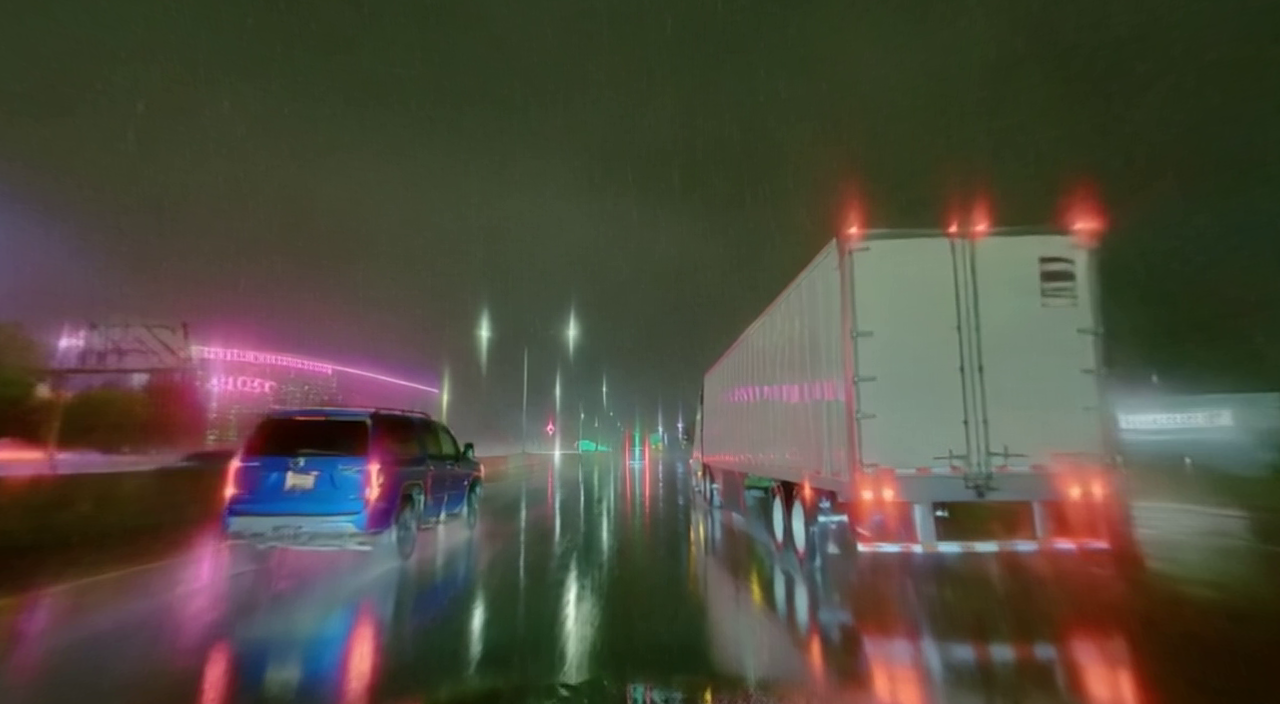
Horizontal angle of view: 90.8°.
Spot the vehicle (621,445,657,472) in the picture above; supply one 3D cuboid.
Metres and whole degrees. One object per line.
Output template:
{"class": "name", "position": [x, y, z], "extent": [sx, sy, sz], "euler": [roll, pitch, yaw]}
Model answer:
{"class": "vehicle", "position": [-0.072, 5.953, 35.590], "extent": [1.929, 1.395, 3.999], "euler": [0, -8, 0]}

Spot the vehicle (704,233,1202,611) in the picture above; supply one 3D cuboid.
{"class": "vehicle", "position": [3.242, 1.350, 11.026], "extent": [2.934, 3.325, 10.986], "euler": [0, -8, -1]}

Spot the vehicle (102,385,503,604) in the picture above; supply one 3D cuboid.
{"class": "vehicle", "position": [-3.320, 1.531, 7.665], "extent": [2.229, 1.806, 4.698], "euler": [0, -8, 0]}
